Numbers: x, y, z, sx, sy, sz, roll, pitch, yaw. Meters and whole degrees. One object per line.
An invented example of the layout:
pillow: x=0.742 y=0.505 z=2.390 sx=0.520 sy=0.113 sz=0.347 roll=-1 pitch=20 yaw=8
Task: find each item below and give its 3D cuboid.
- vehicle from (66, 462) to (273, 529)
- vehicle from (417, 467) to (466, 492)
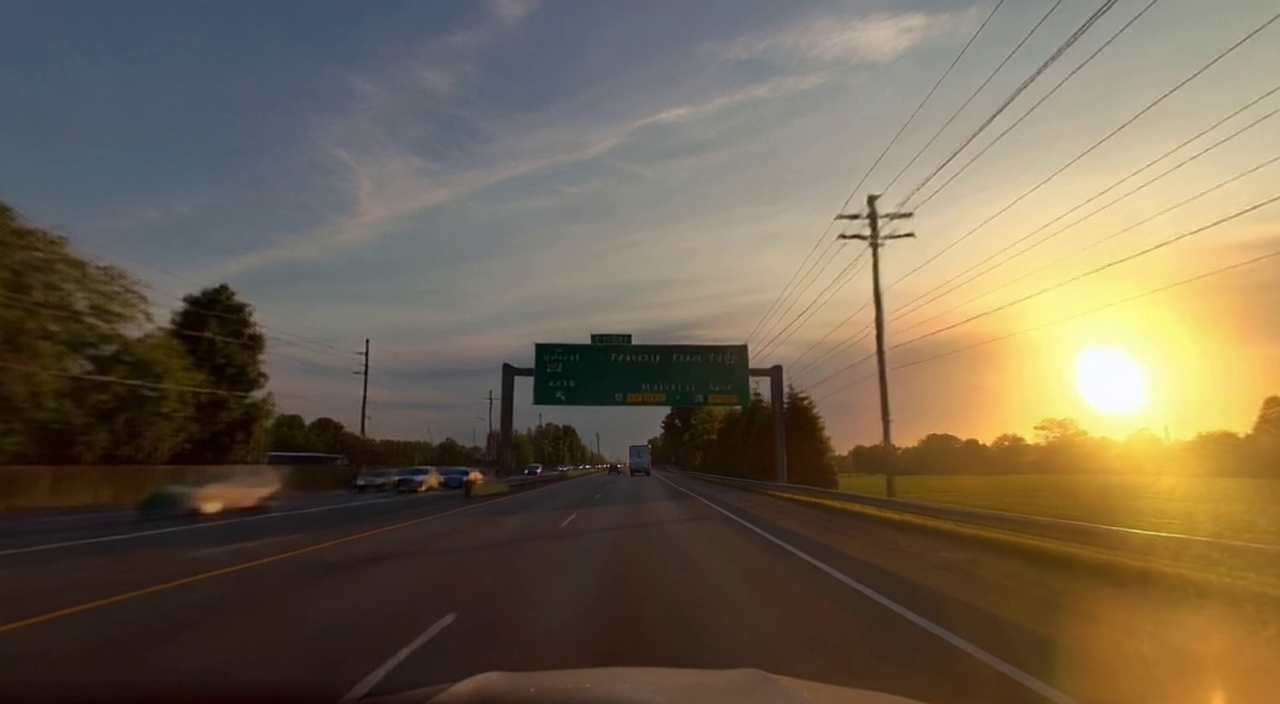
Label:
vehicle: x=-11.883 y=3.638 z=16.412 sx=1.881 sy=1.438 sz=4.529 roll=1 pitch=-10 yaw=0
vehicle: x=-12.095 y=7.806 z=38.623 sx=1.730 sy=1.406 sz=3.971 roll=1 pitch=-10 yaw=0
